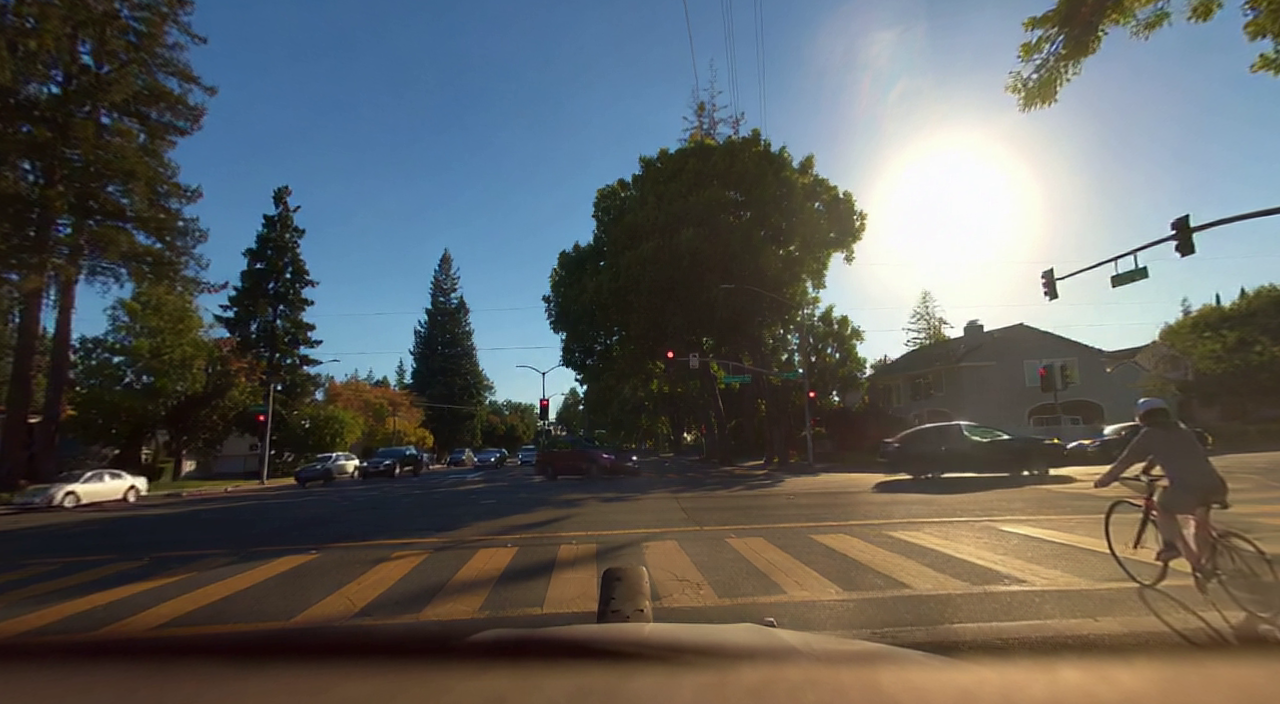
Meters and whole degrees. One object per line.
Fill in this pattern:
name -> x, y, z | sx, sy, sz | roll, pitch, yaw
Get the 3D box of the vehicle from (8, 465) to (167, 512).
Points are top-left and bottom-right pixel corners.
vehicle -> -20.899, 5.145, 24.178 | 1.860, 1.473, 4.655 | 0, -9, 1

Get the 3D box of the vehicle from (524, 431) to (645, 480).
vehicle -> -2.353, 4.141, 25.389 | 2.191, 1.731, 5.188 | 7, -11, -41

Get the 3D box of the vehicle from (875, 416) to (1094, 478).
vehicle -> 9.924, 2.828, 18.670 | 5.217, 1.673, 2.006 | -2, -9, 11

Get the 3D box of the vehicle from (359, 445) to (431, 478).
vehicle -> -14.062, 6.312, 36.561 | 2.093, 1.769, 4.971 | 0, -9, 1

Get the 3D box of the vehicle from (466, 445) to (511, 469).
vehicle -> -10.038, 6.993, 42.069 | 2.017, 1.496, 4.749 | 0, -9, -3

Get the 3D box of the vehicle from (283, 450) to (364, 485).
vehicle -> -17.331, 6.308, 34.768 | 2.006, 1.735, 4.591 | 0, -9, 1

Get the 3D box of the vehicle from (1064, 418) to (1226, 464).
vehicle -> 17.326, 3.091, 21.788 | 3.969, 1.493, 1.823 | 0, -9, 1
